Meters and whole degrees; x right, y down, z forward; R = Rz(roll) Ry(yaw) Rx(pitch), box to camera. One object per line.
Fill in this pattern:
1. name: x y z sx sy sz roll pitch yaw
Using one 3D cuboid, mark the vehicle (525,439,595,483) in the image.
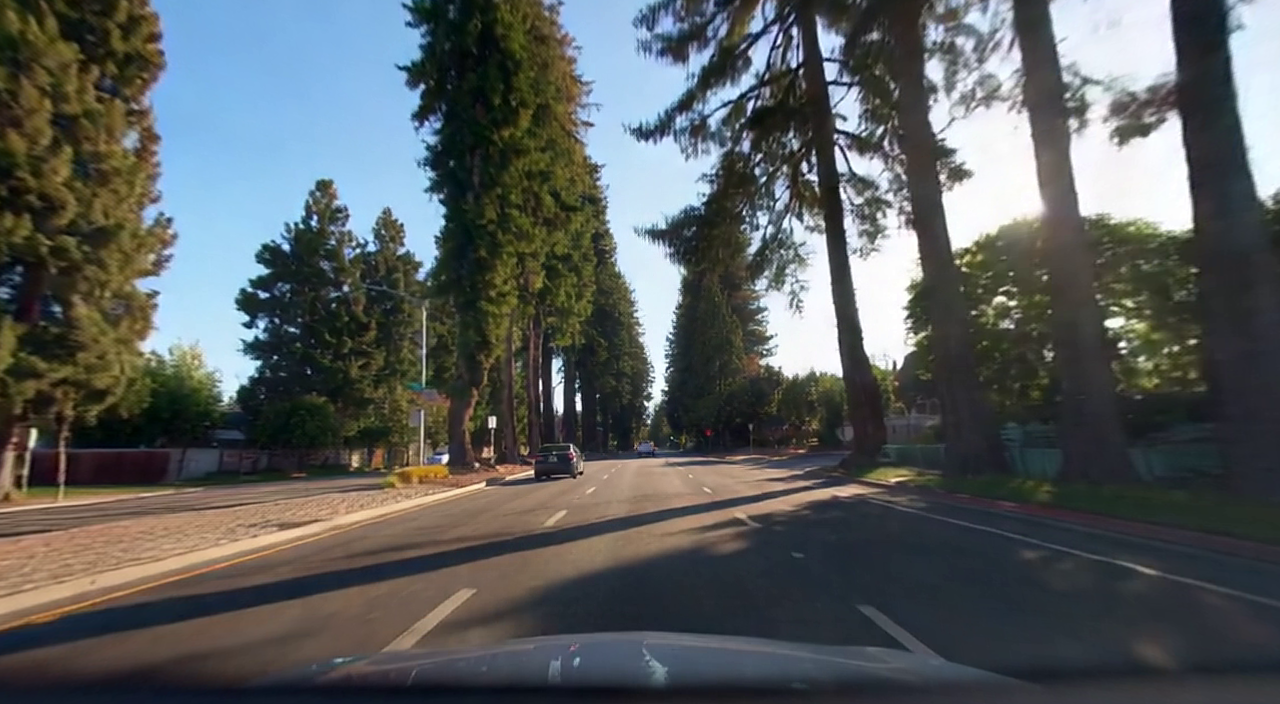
1. vehicle: -2.894 4.061 23.753 2.021 1.466 4.330 0 -8 1
